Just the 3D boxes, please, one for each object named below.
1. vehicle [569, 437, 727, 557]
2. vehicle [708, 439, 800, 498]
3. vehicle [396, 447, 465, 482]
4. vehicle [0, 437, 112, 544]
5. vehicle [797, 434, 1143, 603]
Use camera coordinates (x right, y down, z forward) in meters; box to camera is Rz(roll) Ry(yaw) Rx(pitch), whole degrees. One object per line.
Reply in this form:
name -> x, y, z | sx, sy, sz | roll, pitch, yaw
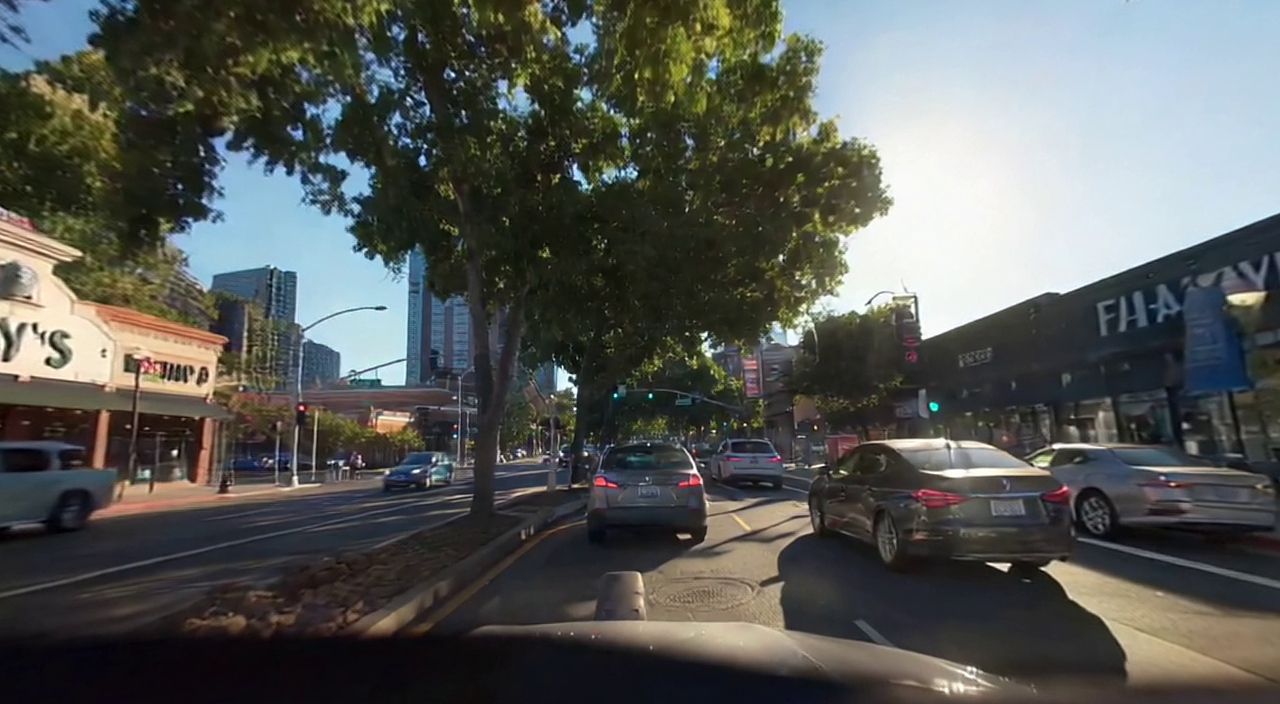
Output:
vehicle -> 0.089, 2.119, 9.872 | 2.006, 1.487, 3.535 | 0, -9, 0
vehicle -> 3.498, 3.667, 20.332 | 2.025, 1.660, 4.334 | 0, -9, -2
vehicle -> -11.466, 6.155, 34.947 | 2.034, 1.765, 4.708 | -1, -9, 2
vehicle -> -11.611, 2.256, 10.230 | 2.042, 1.749, 4.629 | -1, -9, 1
vehicle -> 3.471, 1.805, 7.786 | 1.988, 1.480, 4.195 | 0, -9, 0
